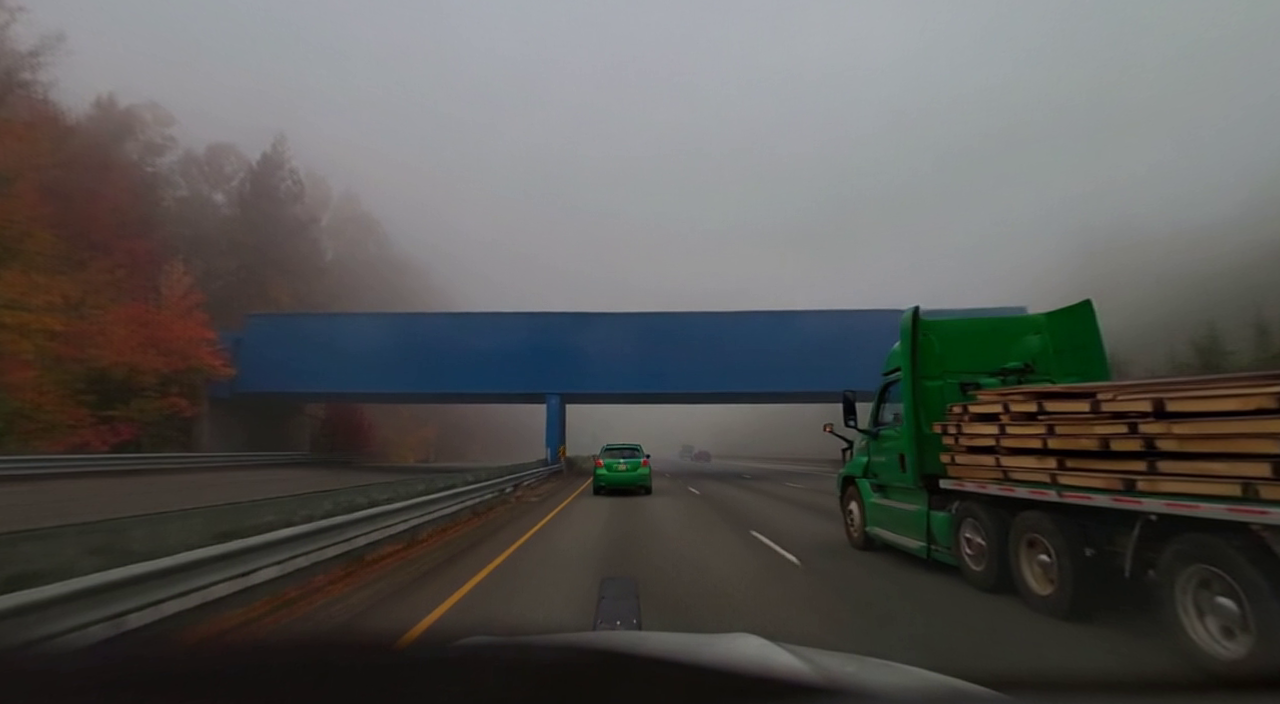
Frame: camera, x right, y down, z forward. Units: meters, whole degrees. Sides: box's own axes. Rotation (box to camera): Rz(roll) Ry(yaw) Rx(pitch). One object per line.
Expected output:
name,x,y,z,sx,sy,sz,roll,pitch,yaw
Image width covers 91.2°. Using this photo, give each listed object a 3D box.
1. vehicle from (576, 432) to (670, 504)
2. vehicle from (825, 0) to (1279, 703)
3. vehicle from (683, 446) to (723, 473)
vehicle,-0.440,3.107,17.132,2.259,1.699,4.015,0,-9,-1
vehicle,4.258,-0.030,4.394,2.992,3.920,8.831,0,-9,-1
vehicle,3.734,6.418,37.685,1.894,1.487,3.751,0,-9,-2
